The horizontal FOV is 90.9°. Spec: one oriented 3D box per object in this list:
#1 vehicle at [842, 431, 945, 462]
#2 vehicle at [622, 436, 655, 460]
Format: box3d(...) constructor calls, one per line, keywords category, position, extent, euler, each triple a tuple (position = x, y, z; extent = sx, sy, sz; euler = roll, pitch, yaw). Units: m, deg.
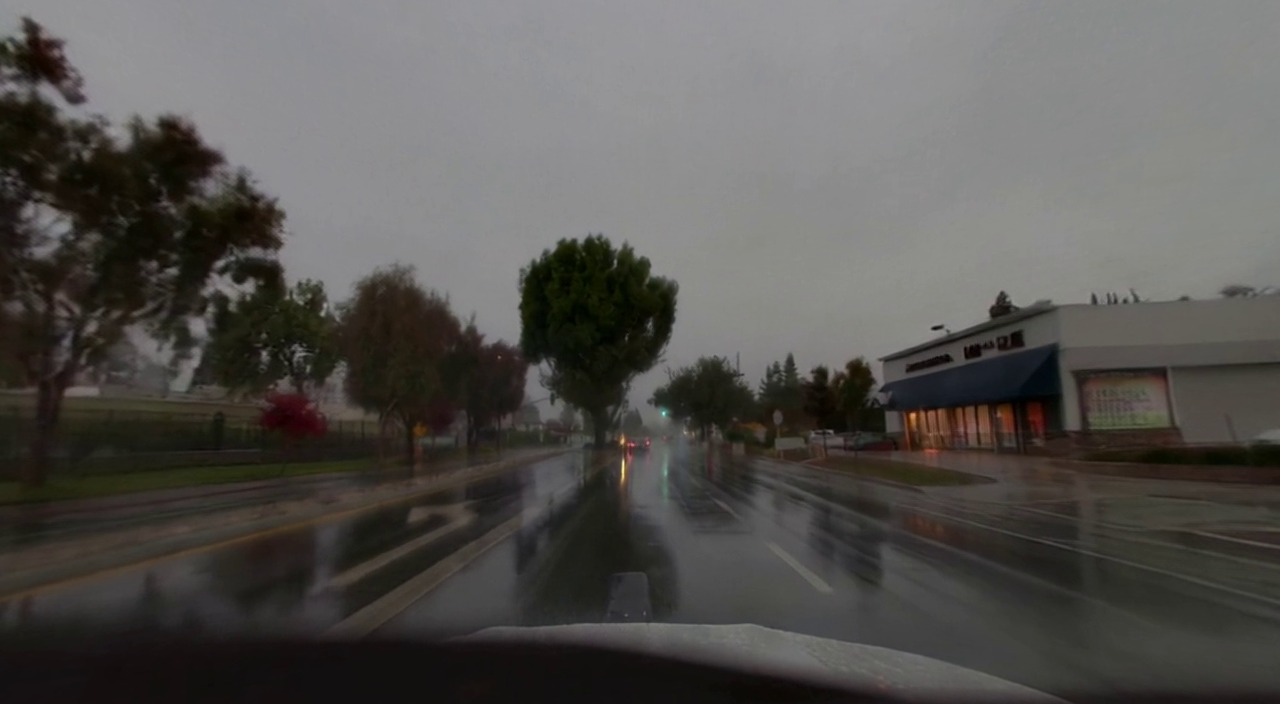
box3d(category="vehicle", position=(14.004, 5.187, 34.909), extent=(5.001, 1.554, 1.961), euler=(-3, -9, 31))
box3d(category="vehicle", position=(-0.071, 6.780, 44.645), extent=(2.196, 1.646, 4.109), euler=(0, -8, 2))
